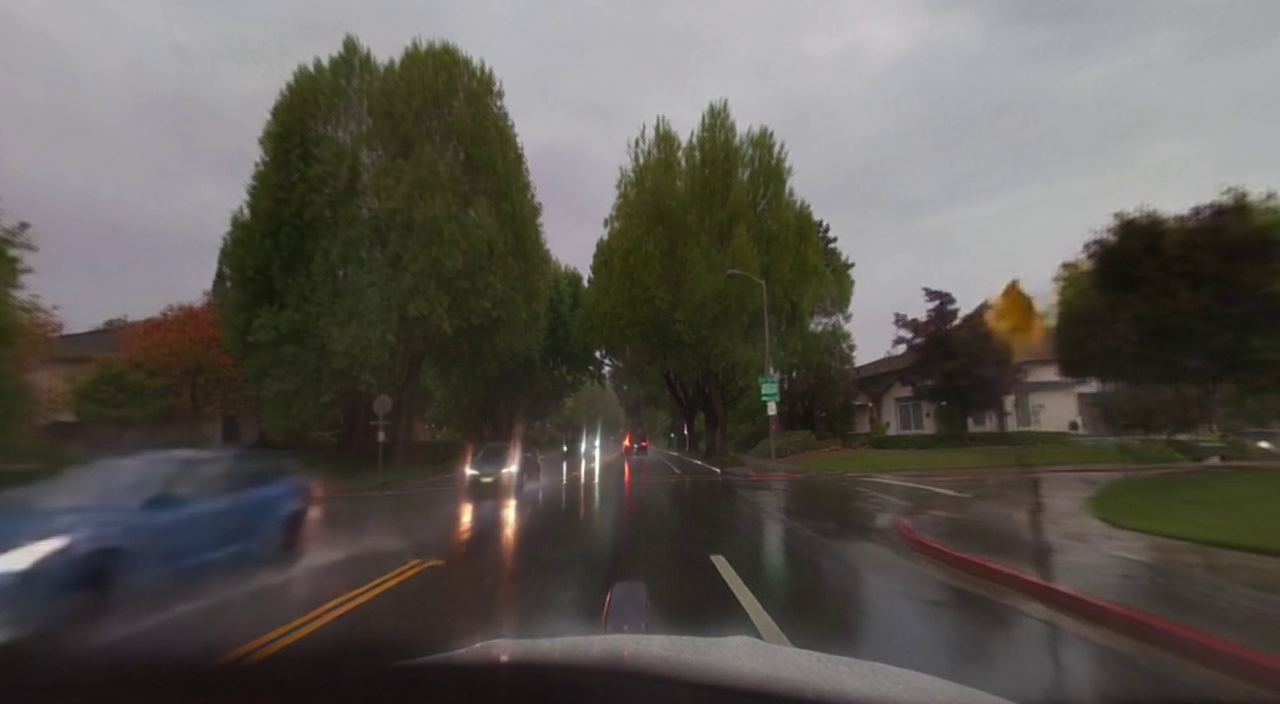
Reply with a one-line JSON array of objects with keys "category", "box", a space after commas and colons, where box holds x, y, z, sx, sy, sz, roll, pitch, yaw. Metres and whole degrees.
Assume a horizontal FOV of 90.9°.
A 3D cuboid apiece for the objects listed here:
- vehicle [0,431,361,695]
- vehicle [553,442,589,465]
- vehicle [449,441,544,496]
[{"category": "vehicle", "box": [-4.476, 1.518, 5.797, 1.862, 1.491, 4.266, 0, -8, 0]}, {"category": "vehicle", "box": [-4.706, 6.948, 43.329, 1.938, 1.519, 4.227, 0, -8, 0]}, {"category": "vehicle", "box": [-4.381, 3.588, 19.940, 1.979, 1.532, 4.212, 0, -8, 0]}]
